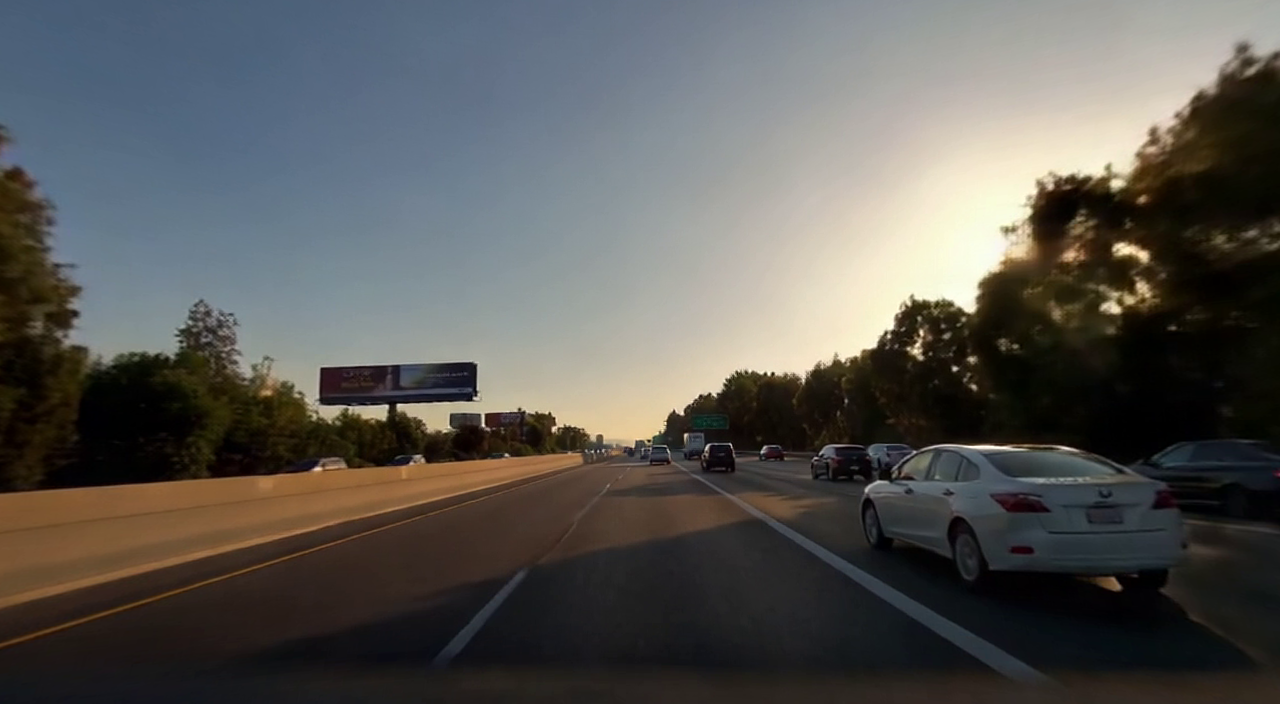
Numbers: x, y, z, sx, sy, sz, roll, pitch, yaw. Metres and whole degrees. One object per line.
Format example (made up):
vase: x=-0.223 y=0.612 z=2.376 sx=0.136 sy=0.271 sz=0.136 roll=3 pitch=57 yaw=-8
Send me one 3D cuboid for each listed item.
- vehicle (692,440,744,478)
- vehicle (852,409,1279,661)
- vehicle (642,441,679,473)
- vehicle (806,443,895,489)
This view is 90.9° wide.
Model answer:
vehicle: x=4.035 y=5.592 z=33.369 sx=2.075 sy=1.845 sz=4.667 roll=0 pitch=-8 yaw=-1
vehicle: x=3.911 y=1.495 z=6.336 sx=1.989 sy=1.609 sz=4.355 roll=0 pitch=-8 yaw=0
vehicle: x=1.200 y=6.438 z=38.884 sx=2.145 sy=1.832 sz=4.004 roll=-1 pitch=-8 yaw=1
vehicle: x=7.735 y=4.199 z=23.665 sx=1.807 sy=1.558 sz=4.352 roll=0 pitch=-8 yaw=0
